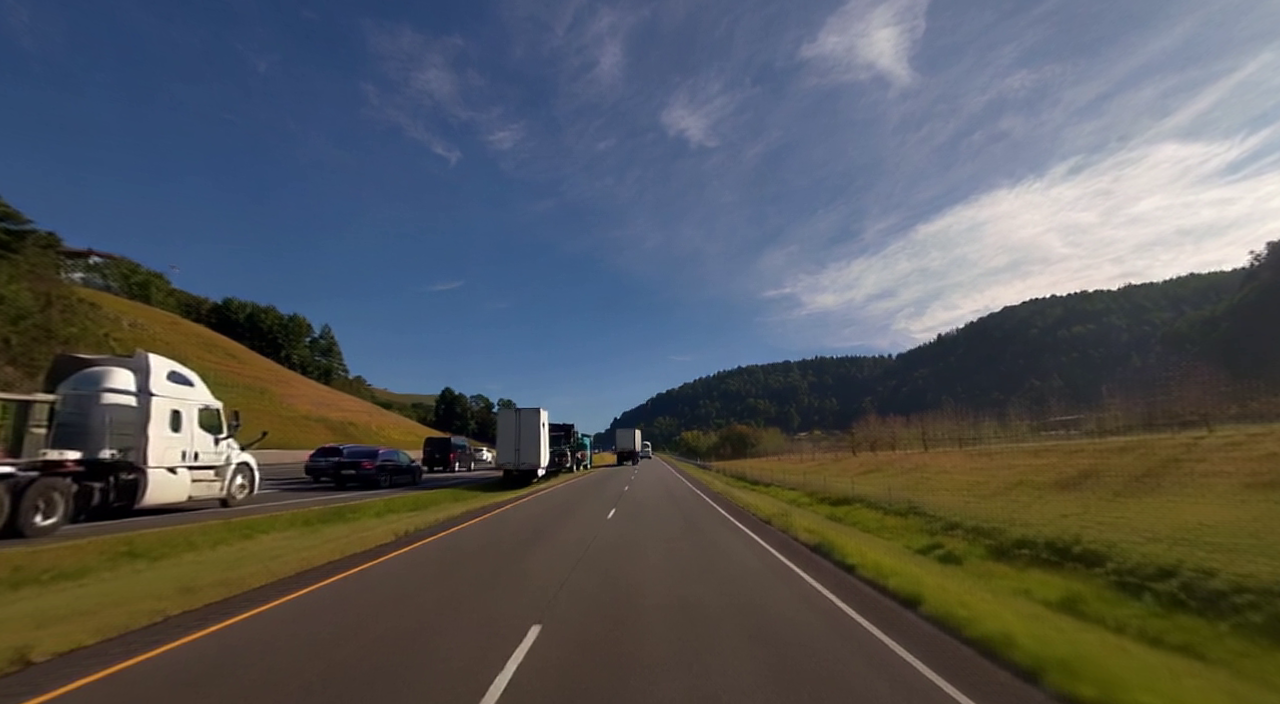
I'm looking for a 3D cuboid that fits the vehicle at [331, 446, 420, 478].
[{"bbox_3d":[-13.457,5.634,32.422,1.925,1.493,4.864,-1,-9,8],"label":"vehicle"}]

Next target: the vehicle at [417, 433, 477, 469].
[{"bbox_3d":[-14.969,7.755,49.340,2.264,2.596,5.494,-1,-9,8],"label":"vehicle"}]

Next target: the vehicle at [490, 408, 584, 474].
[{"bbox_3d":[-7.049,6.634,46.315,2.848,4.067,14.314,-1,-9,7],"label":"vehicle"}]

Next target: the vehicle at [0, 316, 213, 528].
[{"bbox_3d":[-12.521,1.032,9.755,2.745,3.617,11.590,-1,-9,6],"label":"vehicle"}]
